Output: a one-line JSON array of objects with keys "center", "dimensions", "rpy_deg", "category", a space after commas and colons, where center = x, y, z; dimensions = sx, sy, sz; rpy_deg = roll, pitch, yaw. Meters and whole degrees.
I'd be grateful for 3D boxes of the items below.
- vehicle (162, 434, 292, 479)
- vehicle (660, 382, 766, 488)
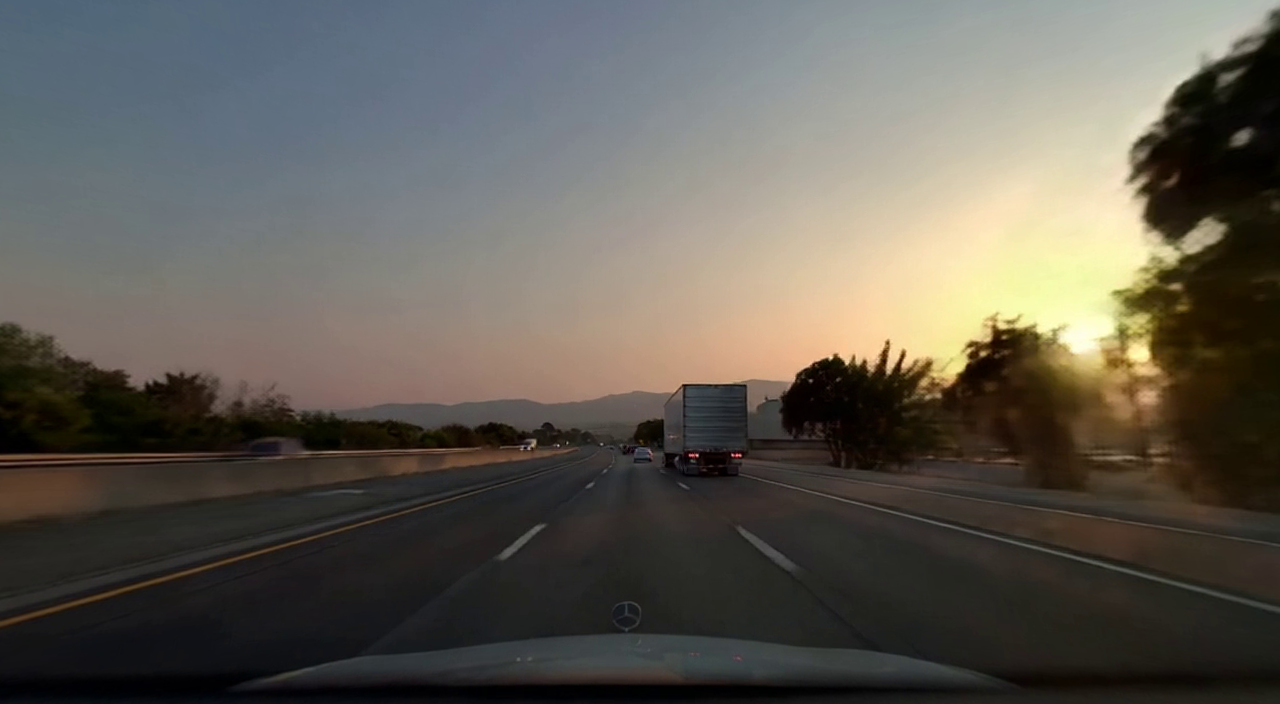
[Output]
[{"center": [-14.639, 3.733, 22.677], "dimensions": [1.805, 1.466, 4.228], "rpy_deg": [0, -9, 0], "category": "vehicle"}, {"center": [3.133, 4.550, 33.221], "dimensions": [3.462, 4.177, 16.311], "rpy_deg": [0, -9, -1], "category": "vehicle"}]
